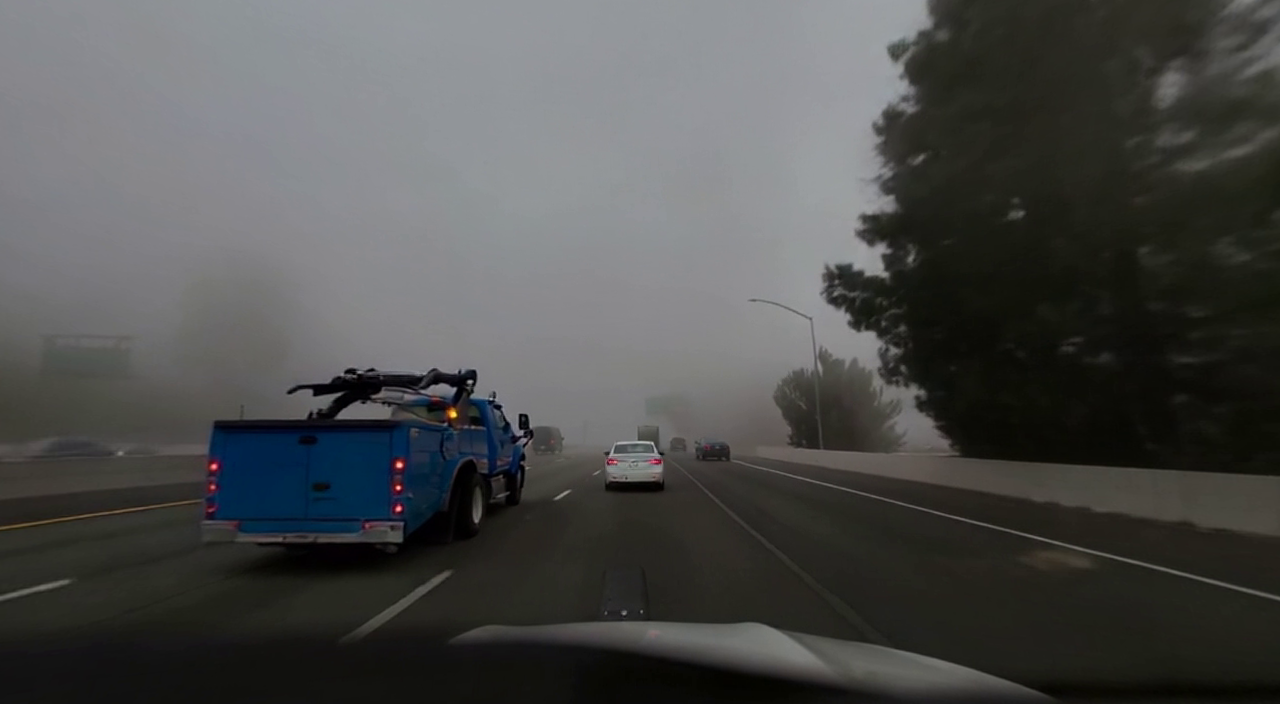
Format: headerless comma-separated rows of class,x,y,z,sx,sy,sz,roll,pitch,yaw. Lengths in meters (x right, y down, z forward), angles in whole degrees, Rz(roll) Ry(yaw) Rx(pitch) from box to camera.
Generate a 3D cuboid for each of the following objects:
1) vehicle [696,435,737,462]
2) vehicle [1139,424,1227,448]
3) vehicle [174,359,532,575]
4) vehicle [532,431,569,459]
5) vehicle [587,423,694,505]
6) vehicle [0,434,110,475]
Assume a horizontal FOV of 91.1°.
vehicle,4.840,6.167,40.225,2.079,1.656,4.506,0,-8,0
vehicle,37.711,5.856,43.637,4.326,1.638,1.967,0,-8,-2
vehicle,-3.328,1.536,9.100,2.526,2.146,5.594,0,-8,0
vehicle,-6.583,6.915,46.856,2.036,1.958,4.378,0,-8,1
vehicle,0.033,2.608,15.087,2.165,1.653,4.456,0,-8,1
vehicle,-24.254,4.082,25.295,1.791,1.480,4.430,0,-8,1
